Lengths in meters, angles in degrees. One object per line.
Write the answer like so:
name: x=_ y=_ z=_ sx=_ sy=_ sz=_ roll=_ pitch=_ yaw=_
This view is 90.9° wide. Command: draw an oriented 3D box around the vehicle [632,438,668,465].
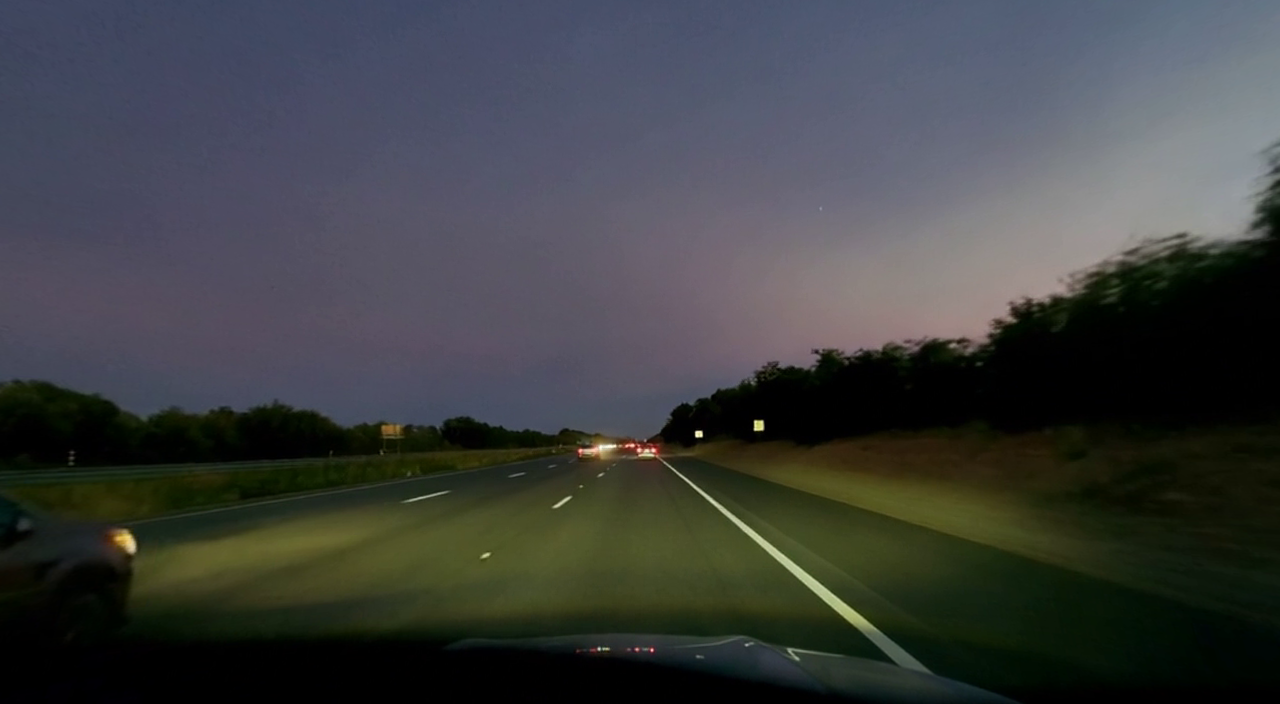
vehicle: x=0.639 y=6.649 z=42.478 sx=2.259 sy=1.697 sz=4.106 roll=0 pitch=-8 yaw=0

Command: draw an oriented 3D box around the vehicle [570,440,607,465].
vehicle: x=-3.475 y=6.888 z=43.396 sx=2.028 sy=1.634 sz=4.441 roll=0 pitch=-8 yaw=1
